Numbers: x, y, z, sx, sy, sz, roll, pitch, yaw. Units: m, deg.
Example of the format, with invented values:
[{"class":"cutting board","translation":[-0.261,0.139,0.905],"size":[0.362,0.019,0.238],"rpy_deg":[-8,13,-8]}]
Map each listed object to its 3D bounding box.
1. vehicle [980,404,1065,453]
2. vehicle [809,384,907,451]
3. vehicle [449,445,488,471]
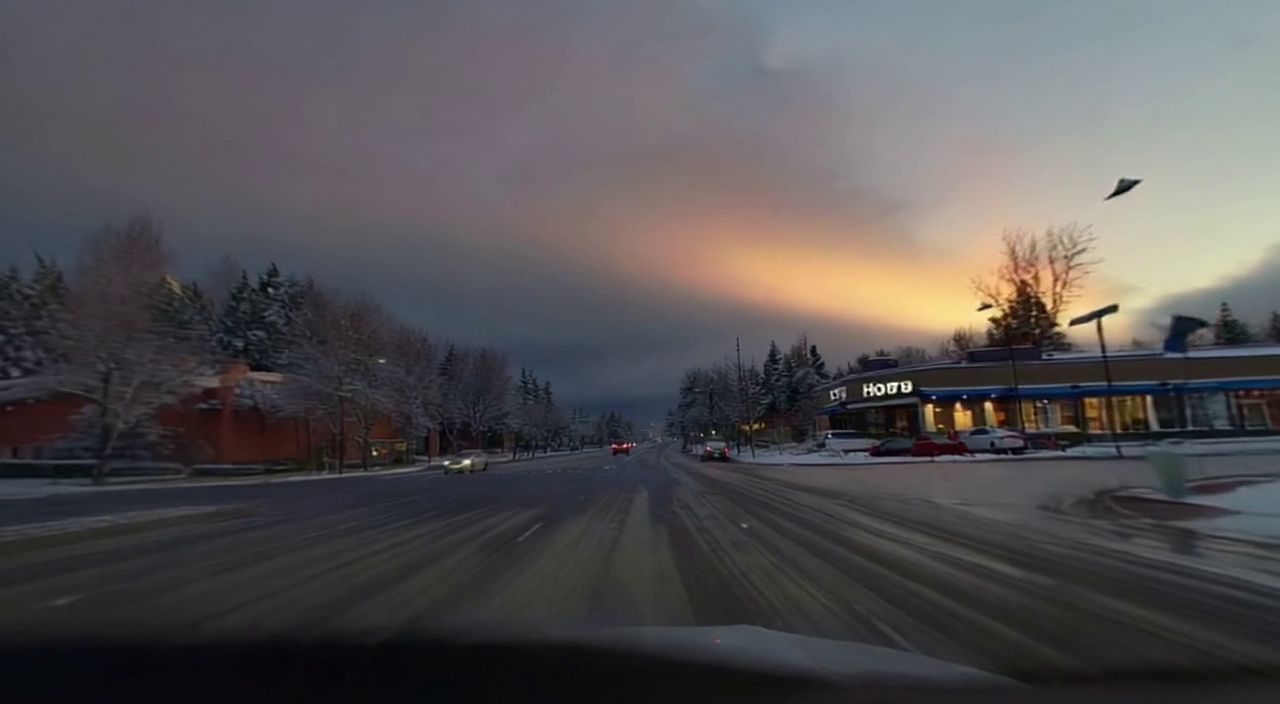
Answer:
[{"class":"vehicle","translation":[25.907,5.300,43.122],"size":[4.543,3.105,4.010],"rpy_deg":[-5,-10,28]},{"class":"vehicle","translation":[15.951,4.864,45.772],"size":[9.886,4.618,0.062],"rpy_deg":[5,-10,-30]},{"class":"vehicle","translation":[-11.793,7.285,43.570],"size":[1.813,1.727,3.009],"rpy_deg":[0,-9,1]}]
